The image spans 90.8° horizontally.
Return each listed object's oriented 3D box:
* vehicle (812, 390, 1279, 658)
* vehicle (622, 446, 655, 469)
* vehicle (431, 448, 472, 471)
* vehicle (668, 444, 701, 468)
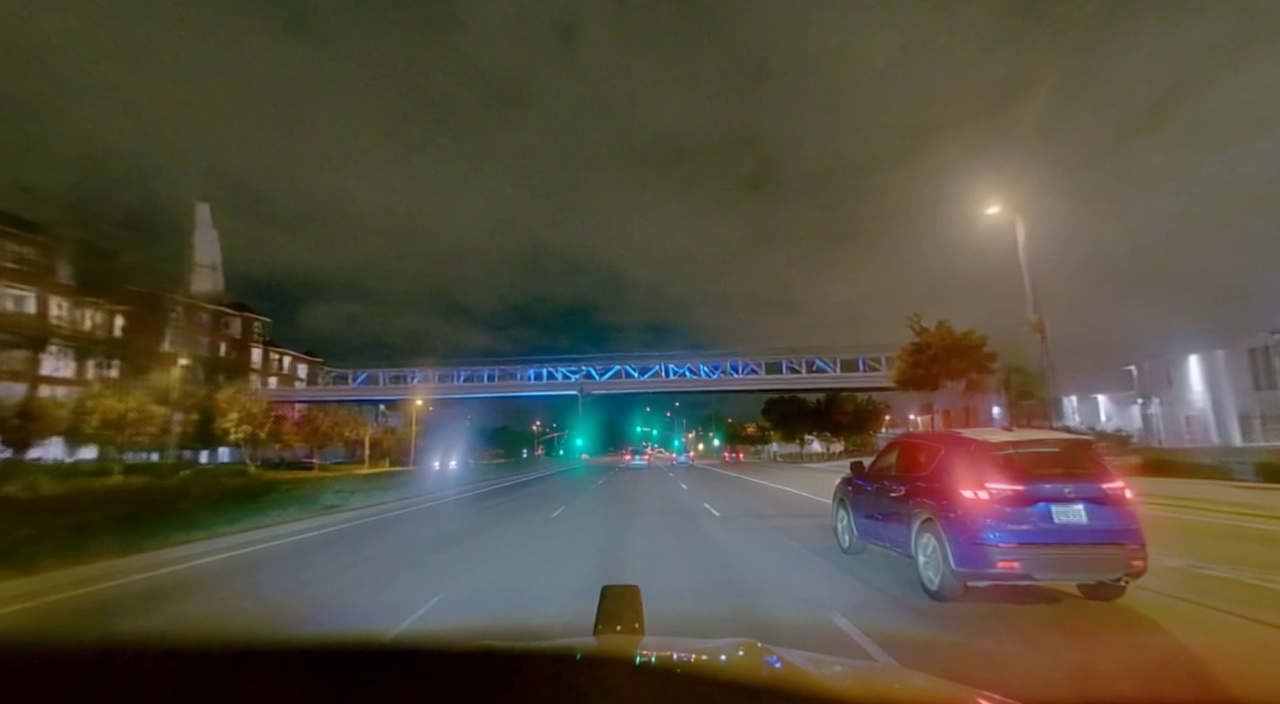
[{"bbox_3d":[3.493,1.477,6.554,2.130,1.741,4.665,0,-9,1],"label":"vehicle"},{"bbox_3d":[-0.089,7.400,44.553,2.173,1.498,4.528,0,-9,0],"label":"vehicle"},{"bbox_3d":[-14.122,8.062,47.535,1.812,1.511,4.123,-1,-7,0],"label":"vehicle"},{"bbox_3d":[3.364,7.913,48.233,2.165,1.708,3.928,0,-9,-1],"label":"vehicle"}]
